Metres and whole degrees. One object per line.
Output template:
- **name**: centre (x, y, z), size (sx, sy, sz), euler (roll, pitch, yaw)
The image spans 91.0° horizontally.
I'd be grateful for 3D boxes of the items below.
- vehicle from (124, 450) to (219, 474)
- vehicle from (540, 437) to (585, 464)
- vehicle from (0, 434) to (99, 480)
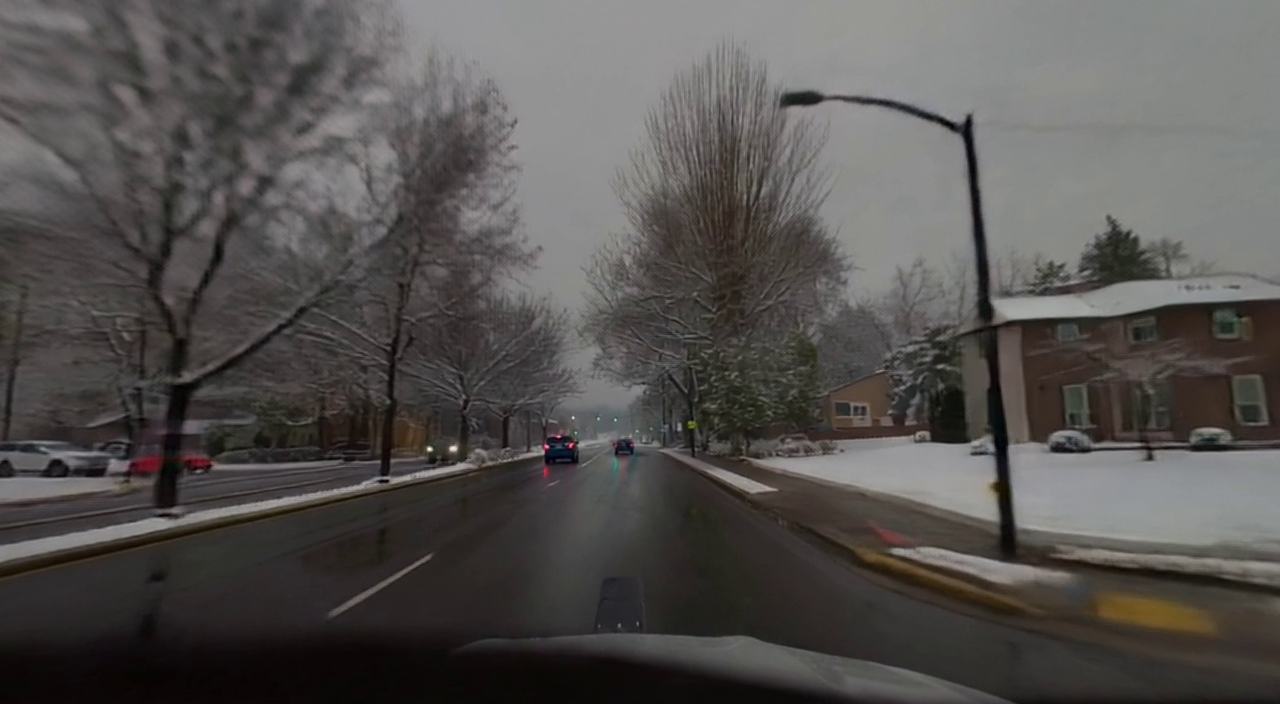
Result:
- **vehicle**: centre (-29.950, 7.009, 40.310), size (4.605, 1.453, 1.809), euler (0, -8, 0)
- **vehicle**: centre (-4.448, 5.750, 36.765), size (2.083, 1.460, 4.527), euler (0, -8, -1)
- **vehicle**: centre (-30.728, 5.259, 31.621), size (4.865, 2.217, 2.192), euler (0, -8, -3)
